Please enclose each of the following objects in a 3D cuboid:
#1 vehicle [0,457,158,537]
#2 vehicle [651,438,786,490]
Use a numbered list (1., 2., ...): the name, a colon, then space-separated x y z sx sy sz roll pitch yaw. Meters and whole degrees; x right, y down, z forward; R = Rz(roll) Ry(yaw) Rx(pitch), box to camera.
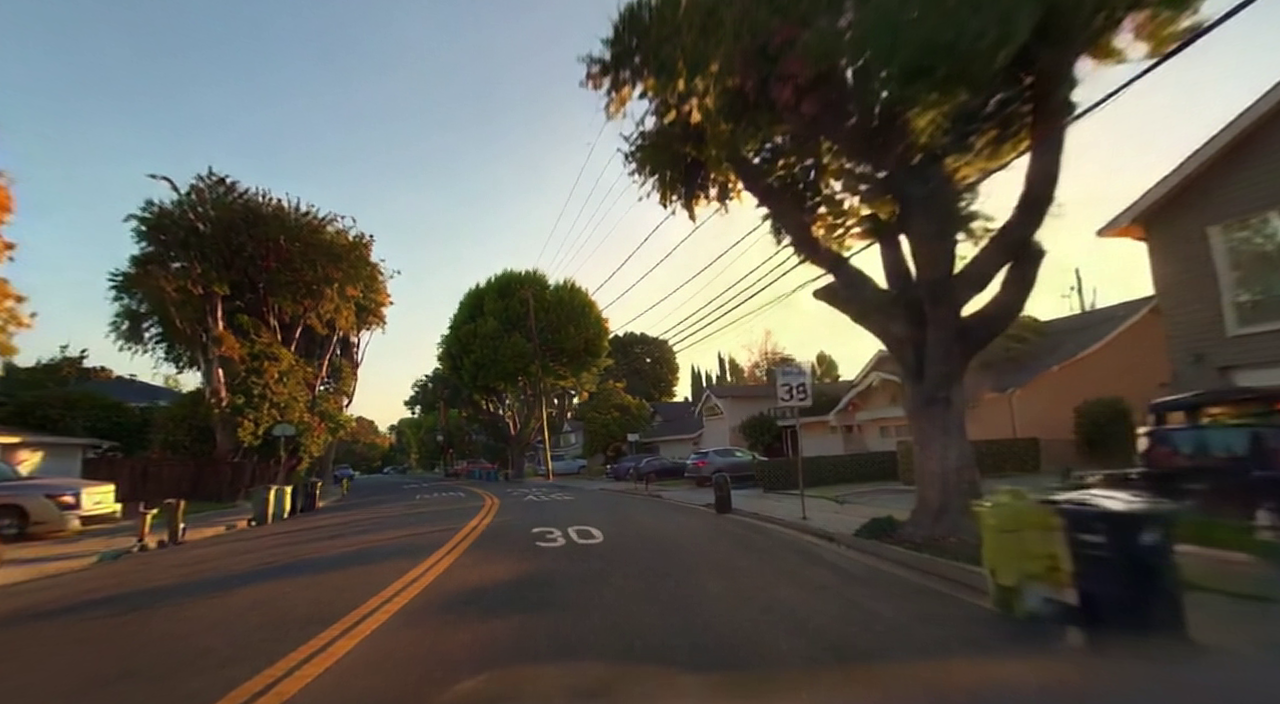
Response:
1. vehicle: -13.257 2.992 13.270 4.498 1.526 1.952 0 -9 -4
2. vehicle: 3.332 4.814 27.224 5.229 1.790 2.153 -1 -11 -15
